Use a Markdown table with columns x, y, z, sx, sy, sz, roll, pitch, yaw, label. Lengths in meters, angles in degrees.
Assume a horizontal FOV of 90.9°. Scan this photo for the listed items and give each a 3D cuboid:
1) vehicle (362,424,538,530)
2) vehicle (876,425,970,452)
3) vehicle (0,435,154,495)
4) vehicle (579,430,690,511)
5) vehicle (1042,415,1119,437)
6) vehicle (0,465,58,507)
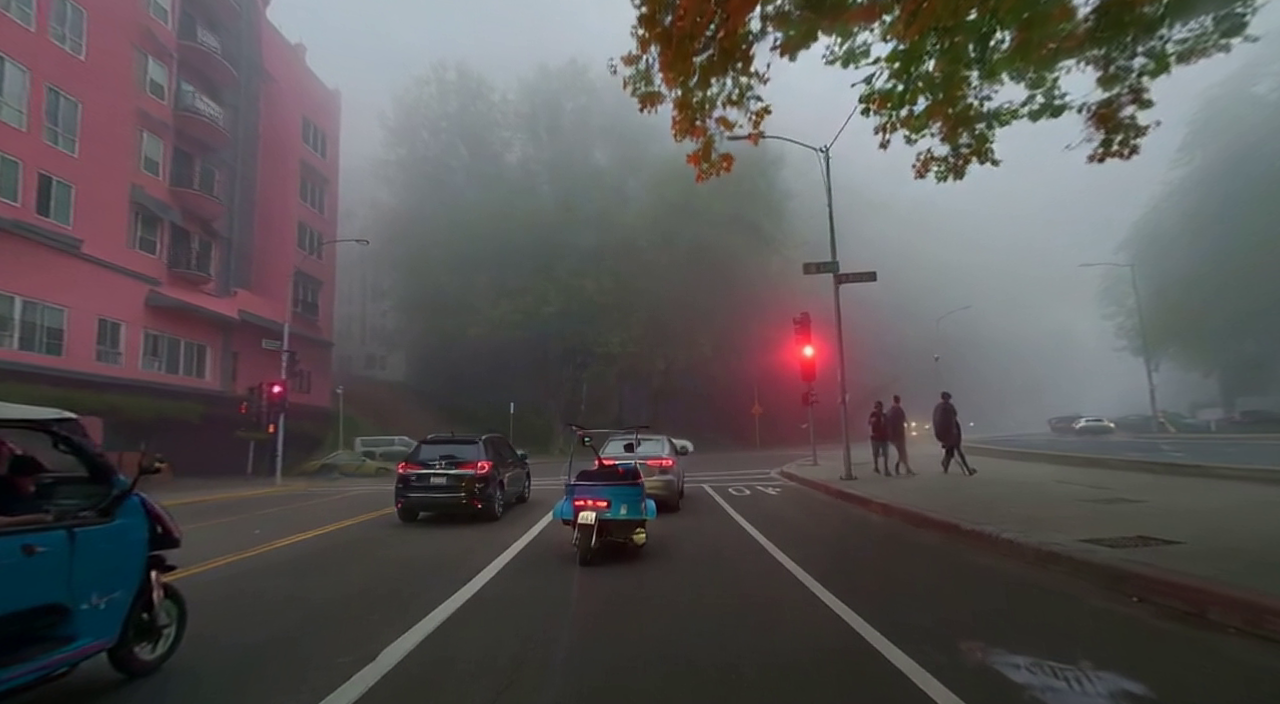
| x | y | z | sx | sy | sz | roll | pitch | yaw | label |
| --- | --- | --- | --- | --- | --- | --- | --- | --- | --- |
| -3.281 | 2.248 | 11.867 | 1.935 | 1.615 | 4.073 | -1 | -9 | 2 | vehicle |
| 16.501 | 5.084 | 36.820 | 4.661 | 1.456 | 1.862 | -6 | -10 | 32 | vehicle |
| -28.857 | 5.756 | 32.439 | 5.890 | 2.393 | 2.346 | -5 | -7 | 0 | vehicle |
| -0.060 | 2.483 | 13.646 | 2.025 | 1.458 | 4.085 | -1 | -9 | 1 | vehicle |
| 30.847 | 5.232 | 44.198 | 1.751 | 1.420 | 4.027 | 7 | -11 | -42 | vehicle |
| -24.166 | 5.157 | 24.389 | 1.495 | 1.345 | 3.336 | 3 | -8 | -27 | vehicle |
